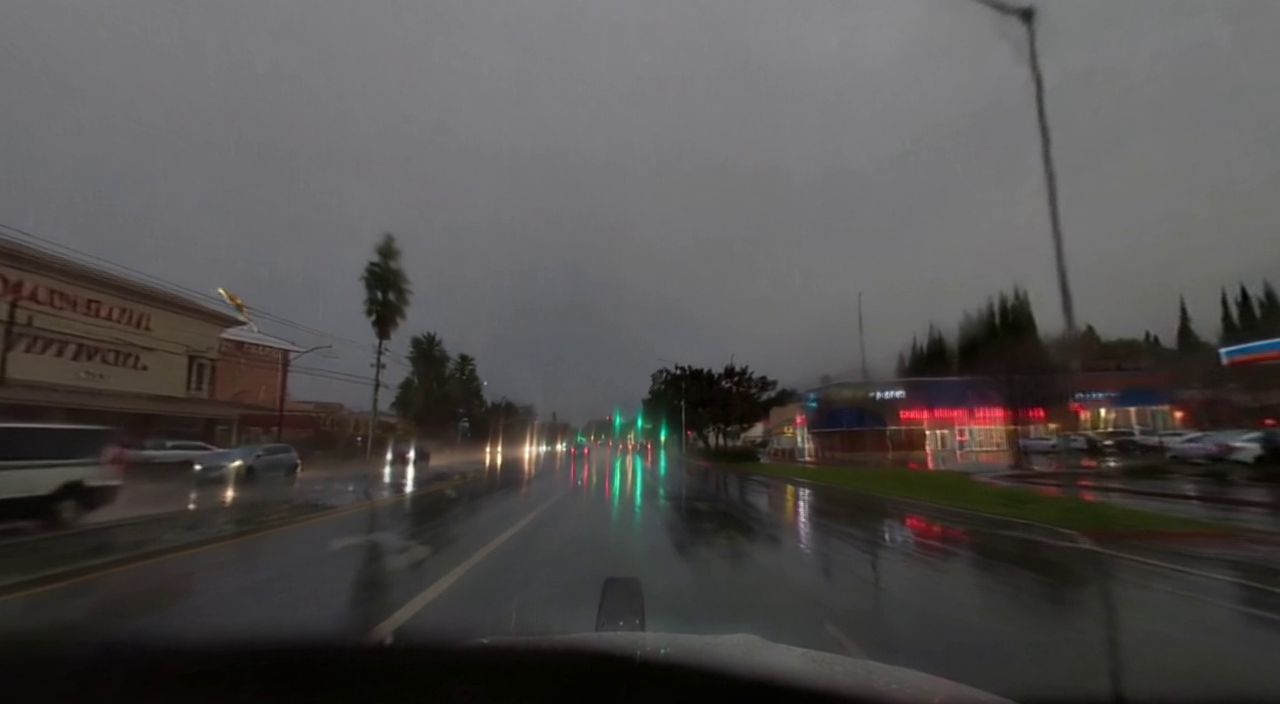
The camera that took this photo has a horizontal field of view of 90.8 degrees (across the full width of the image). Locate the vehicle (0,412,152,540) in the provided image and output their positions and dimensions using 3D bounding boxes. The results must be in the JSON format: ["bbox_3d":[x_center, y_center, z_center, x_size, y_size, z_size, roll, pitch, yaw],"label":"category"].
[{"bbox_3d":[-10.980,2.013,10.193,2.229,1.957,5.057,-2,-8,-1],"label":"vehicle"}]

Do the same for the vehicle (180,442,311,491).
[{"bbox_3d":[-15.113,4.372,24.610,2.011,1.655,5.029,-1,-8,-2],"label":"vehicle"}]
